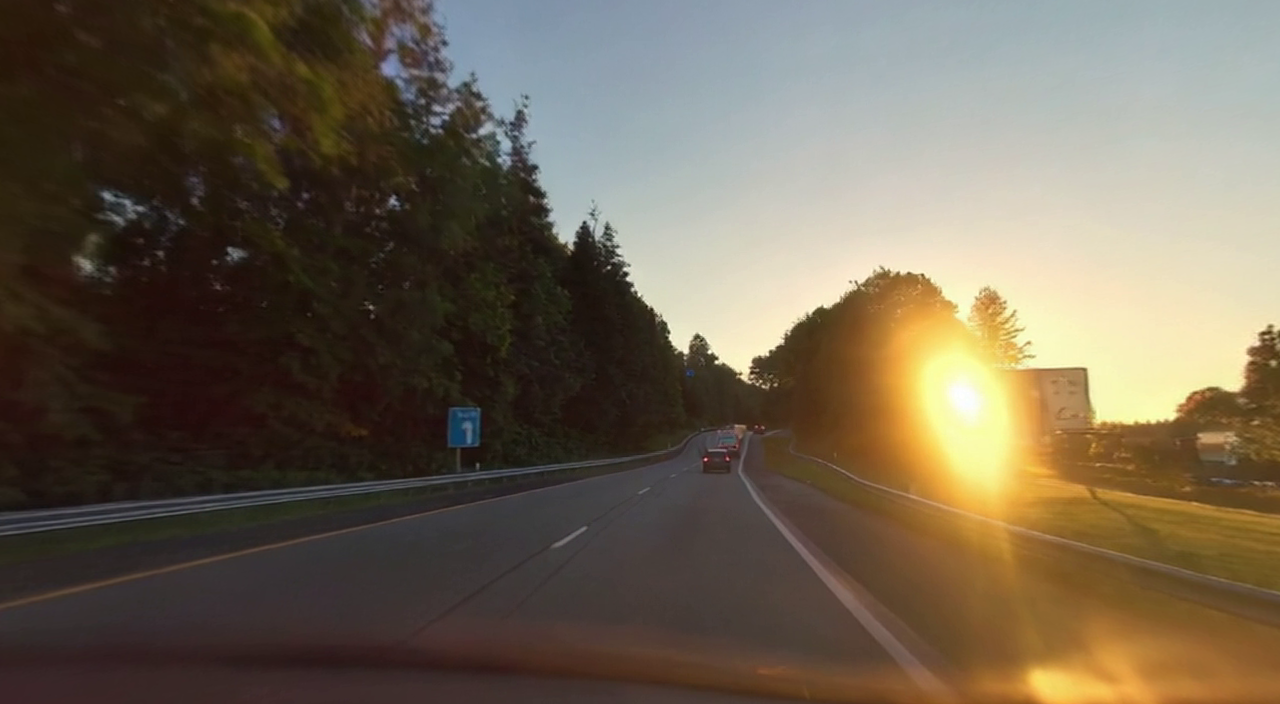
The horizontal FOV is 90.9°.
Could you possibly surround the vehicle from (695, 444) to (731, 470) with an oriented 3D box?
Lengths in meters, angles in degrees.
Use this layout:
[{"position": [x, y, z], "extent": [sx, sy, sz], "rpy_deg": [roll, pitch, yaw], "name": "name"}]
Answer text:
[{"position": [5.041, 7.155, 43.081], "extent": [2.221, 1.674, 4.325], "rpy_deg": [-1, -9, 9], "name": "vehicle"}]
